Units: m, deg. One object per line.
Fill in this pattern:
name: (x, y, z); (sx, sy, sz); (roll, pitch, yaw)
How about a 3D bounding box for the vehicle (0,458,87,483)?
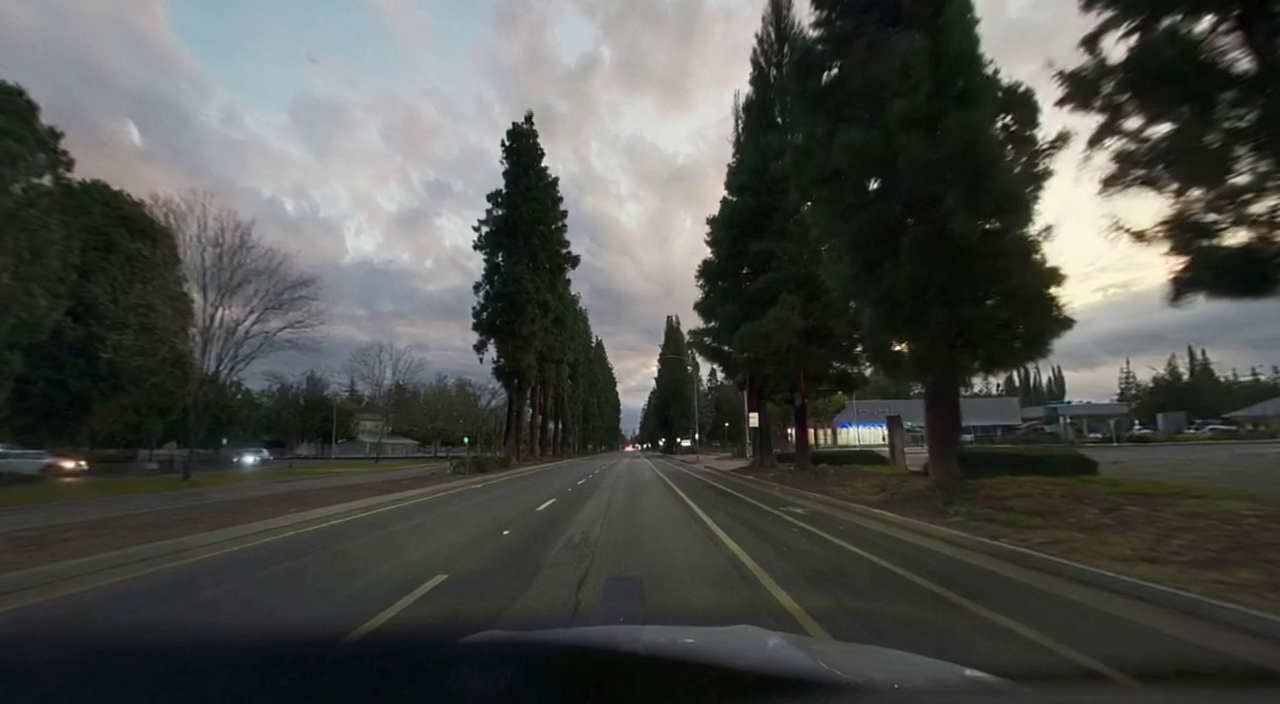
vehicle: (-37.677, 7.371, 39.505); (4.424, 1.468, 1.887); (0, -8, 1)
